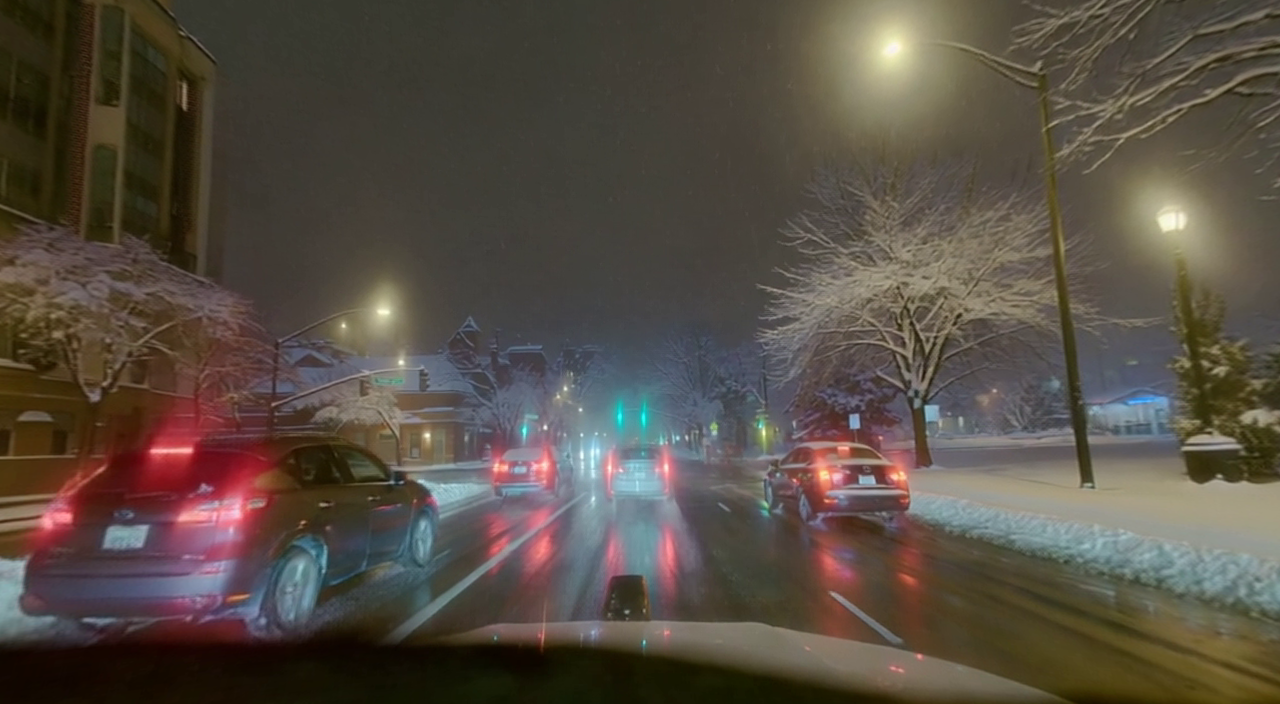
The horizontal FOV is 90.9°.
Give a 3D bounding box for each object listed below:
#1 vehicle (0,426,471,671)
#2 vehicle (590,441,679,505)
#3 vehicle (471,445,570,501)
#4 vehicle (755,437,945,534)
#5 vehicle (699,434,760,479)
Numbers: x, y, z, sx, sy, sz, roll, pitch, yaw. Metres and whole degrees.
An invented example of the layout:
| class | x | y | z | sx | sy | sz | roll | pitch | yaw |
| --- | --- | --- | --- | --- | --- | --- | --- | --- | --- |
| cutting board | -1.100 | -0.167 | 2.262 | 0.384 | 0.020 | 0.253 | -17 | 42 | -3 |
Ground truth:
| class | x | y | z | sx | sy | sz | roll | pitch | yaw |
| --- | --- | --- | --- | --- | --- | --- | --- | --- | --- |
| vehicle | -3.305 | 1.535 | 6.130 | 2.038 | 1.481 | 4.379 | 0 | -8 | 1 |
| vehicle | -0.170 | 3.151 | 16.861 | 2.101 | 1.480 | 3.929 | 0 | -8 | -1 |
| vehicle | -3.381 | 3.492 | 18.675 | 2.002 | 1.465 | 4.098 | 0 | -8 | 2 |
| vehicle | 3.691 | 2.408 | 12.112 | 1.990 | 1.486 | 4.431 | 0 | -8 | -2 |
| vehicle | 4.205 | 5.040 | 30.658 | 2.142 | 1.957 | 5.443 | 0 | -8 | 0 |
